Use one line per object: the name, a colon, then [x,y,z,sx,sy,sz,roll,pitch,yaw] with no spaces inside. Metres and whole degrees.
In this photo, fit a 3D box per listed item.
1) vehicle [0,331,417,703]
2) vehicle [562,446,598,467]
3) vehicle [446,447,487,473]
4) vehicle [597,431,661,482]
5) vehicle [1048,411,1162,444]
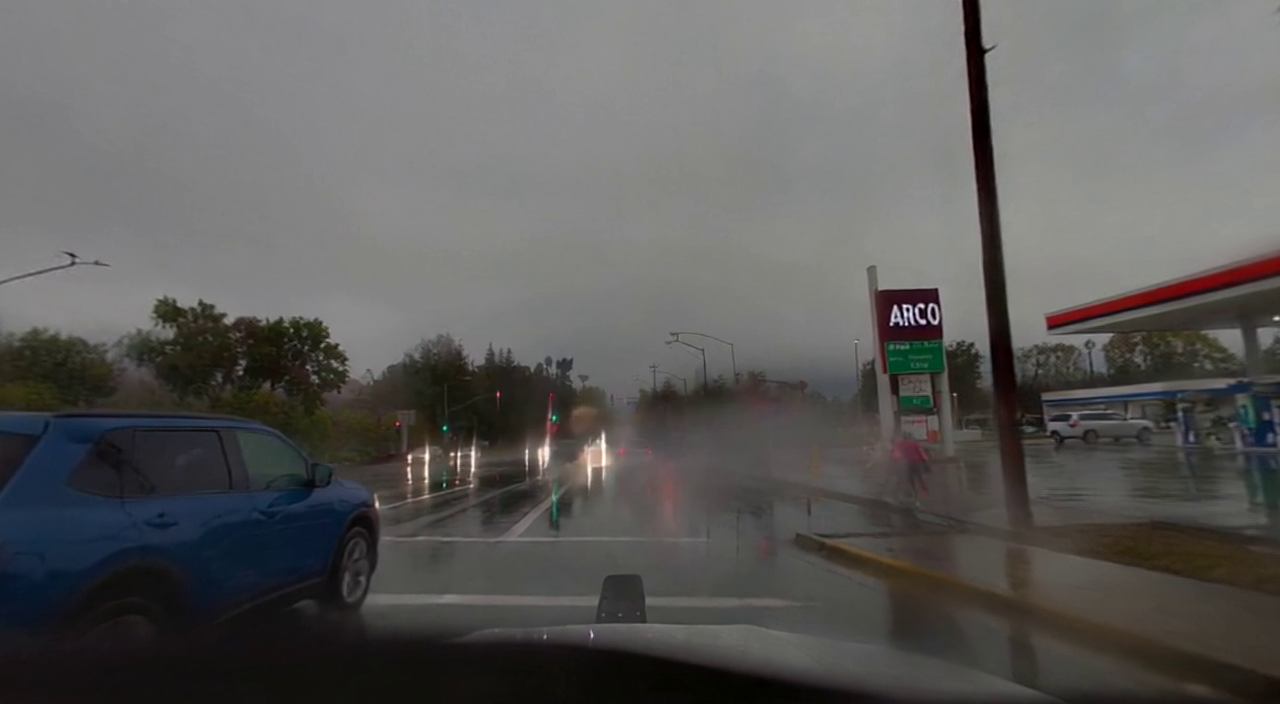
vehicle: [-3.392,1.090,4.062,2.247,1.734,4.919,0,-8,-2]
vehicle: [-4.331,7.603,46.119,2.192,1.458,4.594,0,-8,0]
vehicle: [-12.127,7.540,44.172,1.943,1.643,4.167,-2,-8,-3]
vehicle: [-0.530,4.586,28.009,2.552,1.999,5.498,0,-8,-2]
vehicle: [27.568,4.511,37.435,5.102,1.893,2.120,0,-8,-2]
